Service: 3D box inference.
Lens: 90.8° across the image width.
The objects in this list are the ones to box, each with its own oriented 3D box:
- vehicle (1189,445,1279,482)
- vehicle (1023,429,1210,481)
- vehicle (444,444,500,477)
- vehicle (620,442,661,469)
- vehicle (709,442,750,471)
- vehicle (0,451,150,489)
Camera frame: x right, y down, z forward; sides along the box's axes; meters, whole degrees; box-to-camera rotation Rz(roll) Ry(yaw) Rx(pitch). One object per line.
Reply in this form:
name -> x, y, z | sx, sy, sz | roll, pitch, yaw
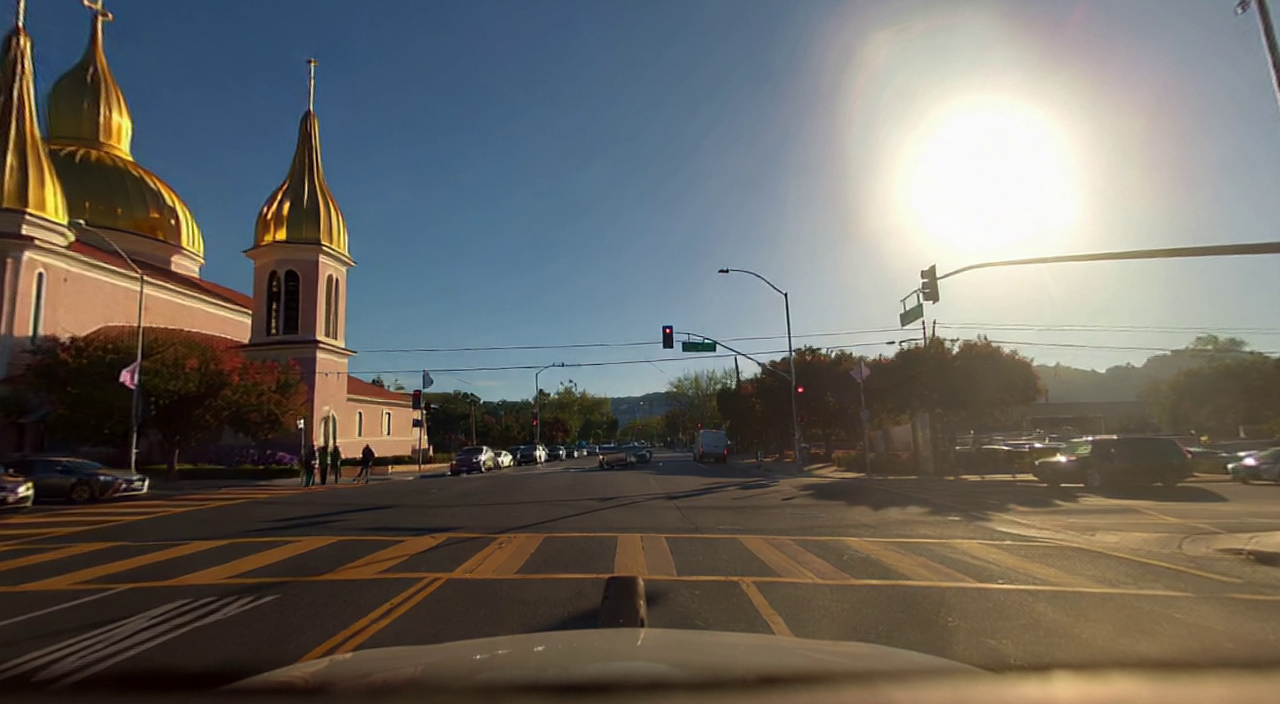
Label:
vehicle -> 26.378, 4.680, 26.679 | 4.561, 1.475, 1.850 | 0, -8, 0
vehicle -> 19.865, 4.305, 26.579 | 5.852, 2.057, 2.361 | 0, -8, 0
vehicle -> -10.237, 6.614, 38.950 | 2.076, 1.876, 4.669 | 0, -8, 1
vehicle -> 0.085, 6.992, 42.976 | 2.051, 1.724, 4.567 | -1, -9, 9
vehicle -> 5.826, 6.859, 41.508 | 1.969, 1.776, 4.329 | 0, -8, -2
vehicle -> -23.363, 4.867, 26.219 | 4.479, 1.476, 1.873 | 0, -8, 1
